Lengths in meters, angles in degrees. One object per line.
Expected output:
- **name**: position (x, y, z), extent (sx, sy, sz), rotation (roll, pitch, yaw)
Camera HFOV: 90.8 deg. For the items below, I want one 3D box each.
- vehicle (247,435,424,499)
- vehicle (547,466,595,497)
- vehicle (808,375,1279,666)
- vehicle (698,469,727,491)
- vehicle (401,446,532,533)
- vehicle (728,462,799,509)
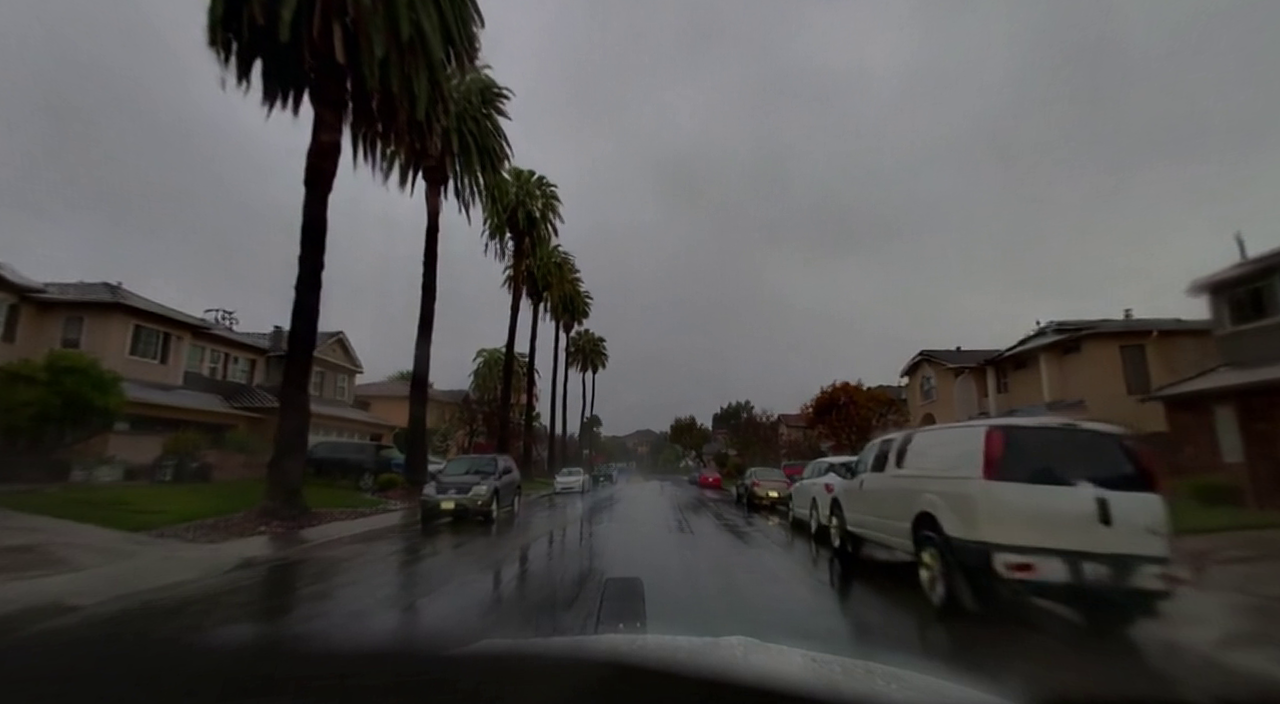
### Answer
- **vehicle**: position (-10.591, 4.001, 22.366), extent (4.991, 1.947, 2.329), rotation (2, -8, 0)
- **vehicle**: position (-3.707, 7.045, 34.611), extent (2.080, 1.479, 4.531), rotation (0, -10, 0)
- **vehicle**: position (3.852, 1.645, 7.655), extent (2.184, 2.038, 6.212), rotation (0, -9, 3)
- **vehicle**: position (5.634, 9.983, 49.582), extent (1.867, 1.480, 4.678), rotation (0, -9, 2)
- **vehicle**: position (-4.338, 3.456, 16.687), extent (2.147, 1.823, 4.725), rotation (-1, -7, 0)
- **vehicle**: position (4.704, 5.127, 24.625), extent (1.987, 1.567, 4.112), rotation (0, -9, 1)
